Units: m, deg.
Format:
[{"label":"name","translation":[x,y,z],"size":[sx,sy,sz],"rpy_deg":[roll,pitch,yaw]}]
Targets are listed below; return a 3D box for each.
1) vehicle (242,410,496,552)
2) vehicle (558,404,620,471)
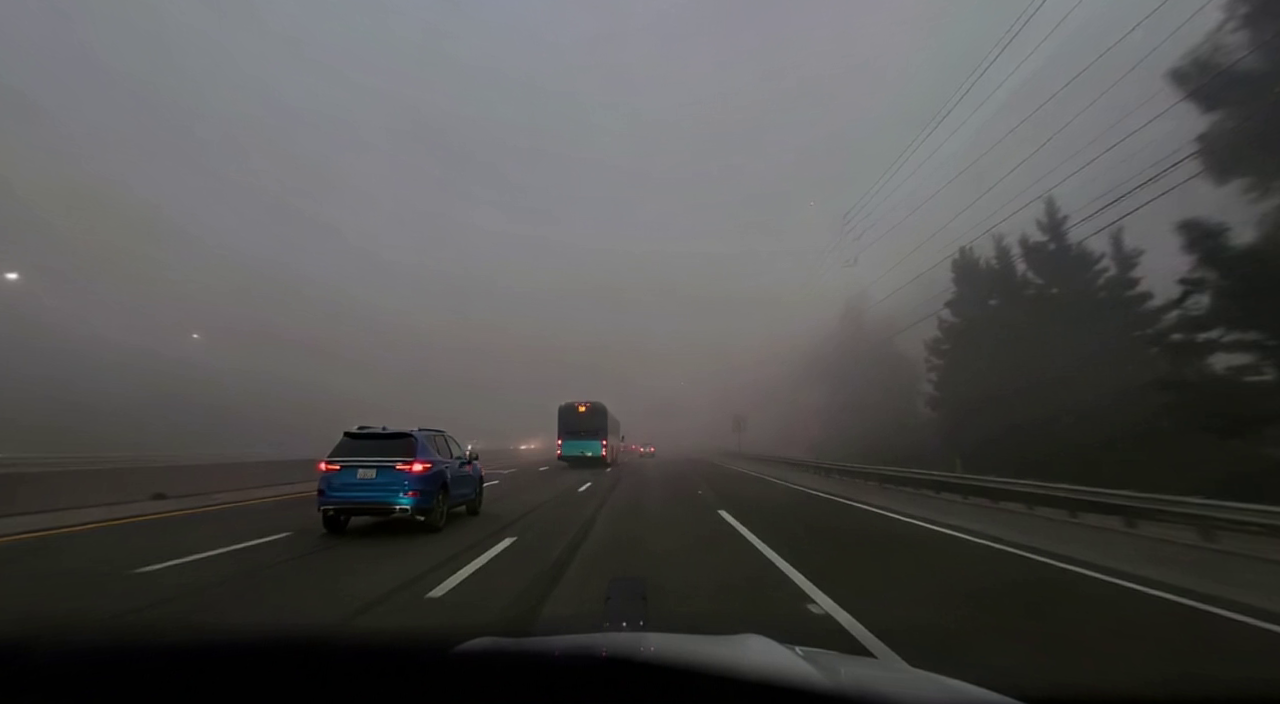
[{"label":"vehicle","translation":[-3.839,1.911,9.952],"size":[2.021,1.730,4.223],"rpy_deg":[0,-9,1]},{"label":"vehicle","translation":[-3.060,5.631,41.088],"size":[2.964,3.735,11.465],"rpy_deg":[0,-8,1]}]
